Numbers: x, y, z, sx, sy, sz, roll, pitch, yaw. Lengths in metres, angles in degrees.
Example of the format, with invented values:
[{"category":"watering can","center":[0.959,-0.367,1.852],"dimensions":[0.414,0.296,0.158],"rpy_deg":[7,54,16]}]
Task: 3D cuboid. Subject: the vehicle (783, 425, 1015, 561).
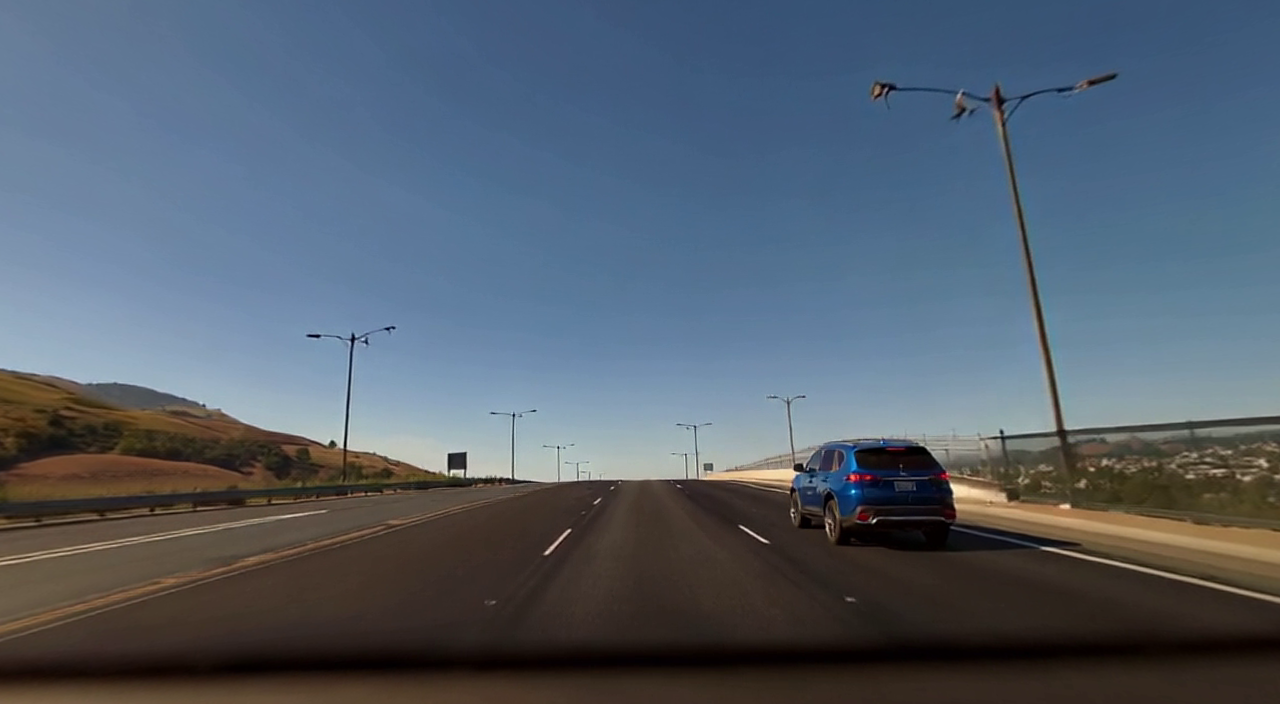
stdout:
[{"category":"vehicle","center":[3.848,2.151,10.387],"dimensions":[1.989,1.730,4.324],"rpy_deg":[0,-8,0]}]
